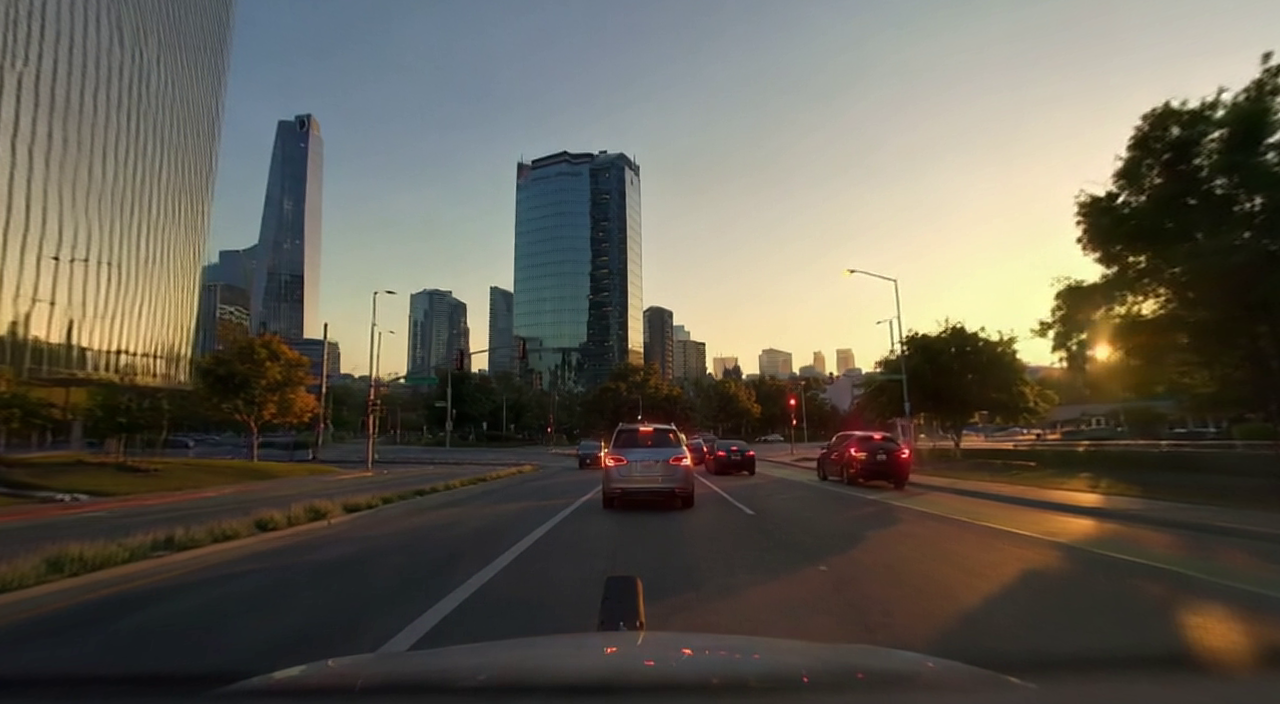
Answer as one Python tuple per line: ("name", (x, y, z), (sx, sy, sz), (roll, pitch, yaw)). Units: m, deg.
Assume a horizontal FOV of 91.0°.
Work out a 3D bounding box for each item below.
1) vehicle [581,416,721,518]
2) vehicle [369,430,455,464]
("vehicle", (0.223, 2.491, 14.078), (2.601, 1.878, 4.535), (0, -9, 0))
("vehicle", (-16.691, 6.924, 45.913), (6.448, 2.310, 2.717), (-6, -11, 37))
